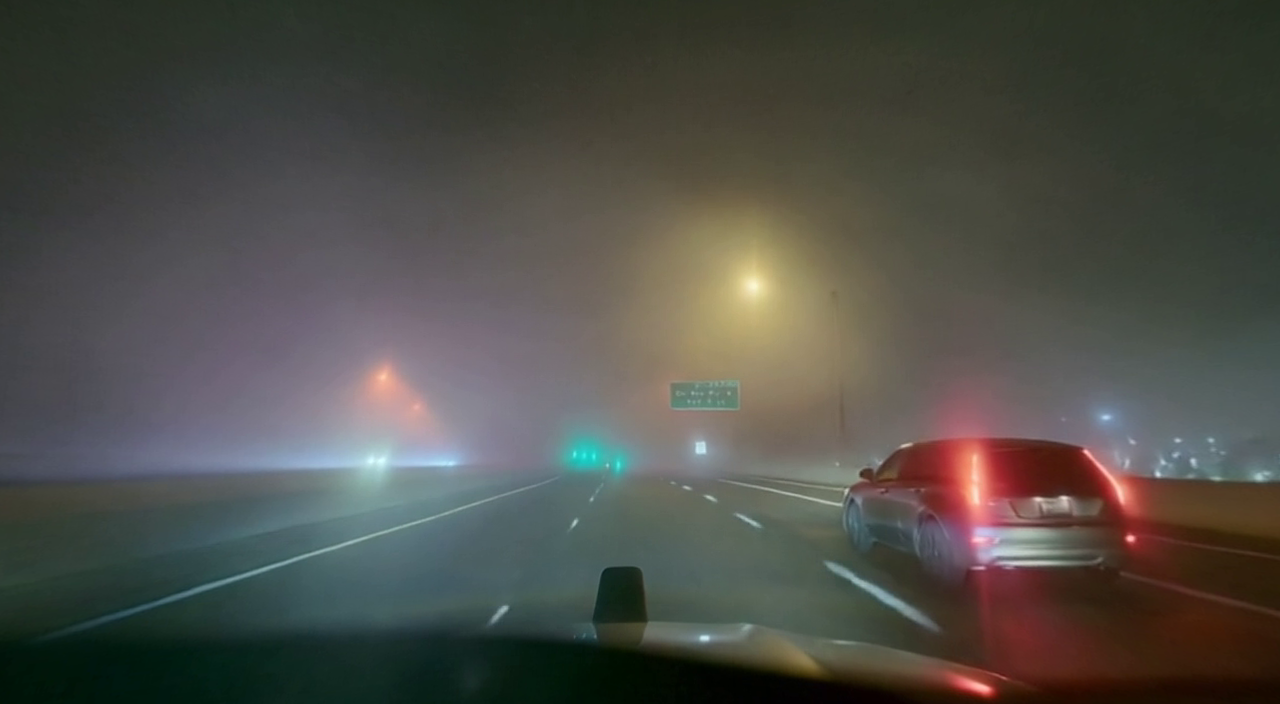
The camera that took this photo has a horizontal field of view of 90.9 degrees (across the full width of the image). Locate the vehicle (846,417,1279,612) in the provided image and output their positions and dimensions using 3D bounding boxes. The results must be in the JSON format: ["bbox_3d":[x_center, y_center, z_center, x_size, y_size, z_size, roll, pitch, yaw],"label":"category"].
[{"bbox_3d":[4.314,1.692,7.552,2.104,1.575,4.698,0,-9,0],"label":"vehicle"}]
